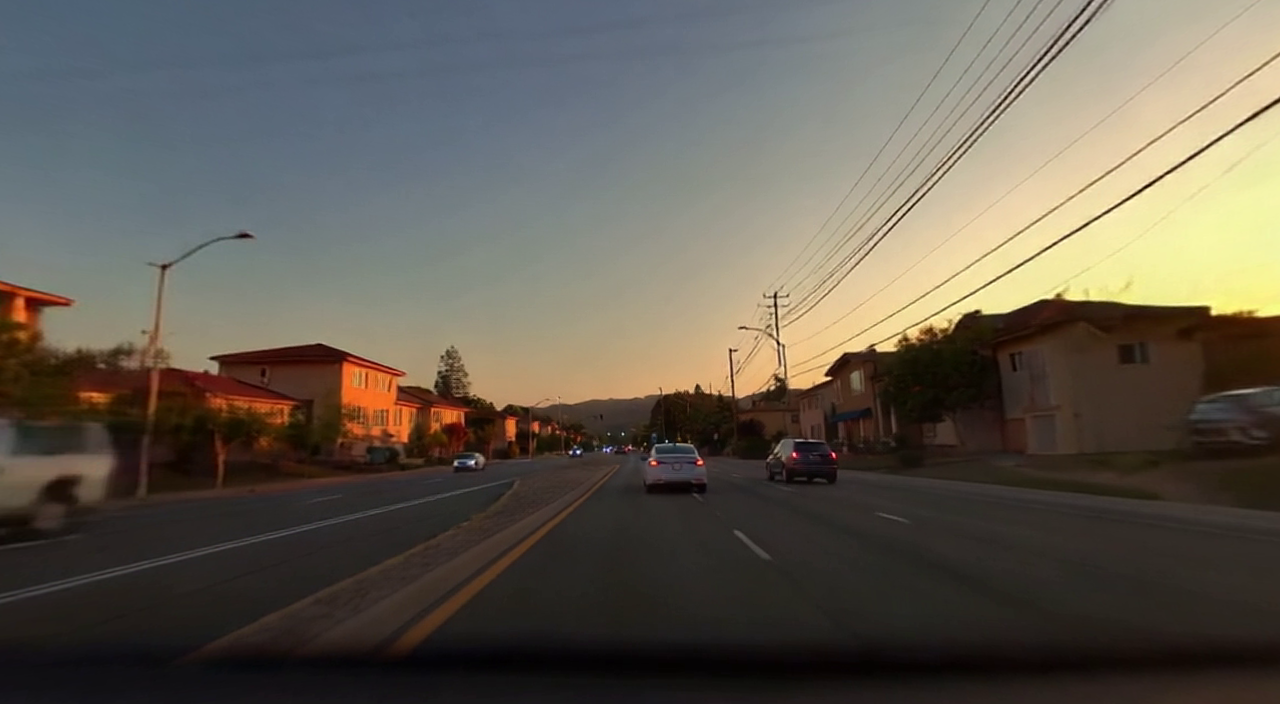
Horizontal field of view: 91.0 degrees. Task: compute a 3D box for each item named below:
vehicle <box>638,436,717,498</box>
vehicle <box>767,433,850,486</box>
[{"bbox_3d":[1.034,3.541,19.728,2.138,1.702,4.168,0,-9,-1],"label":"vehicle"},{"bbox_3d":[6.483,4.211,24.817,2.061,1.889,4.268,0,-9,0],"label":"vehicle"}]
